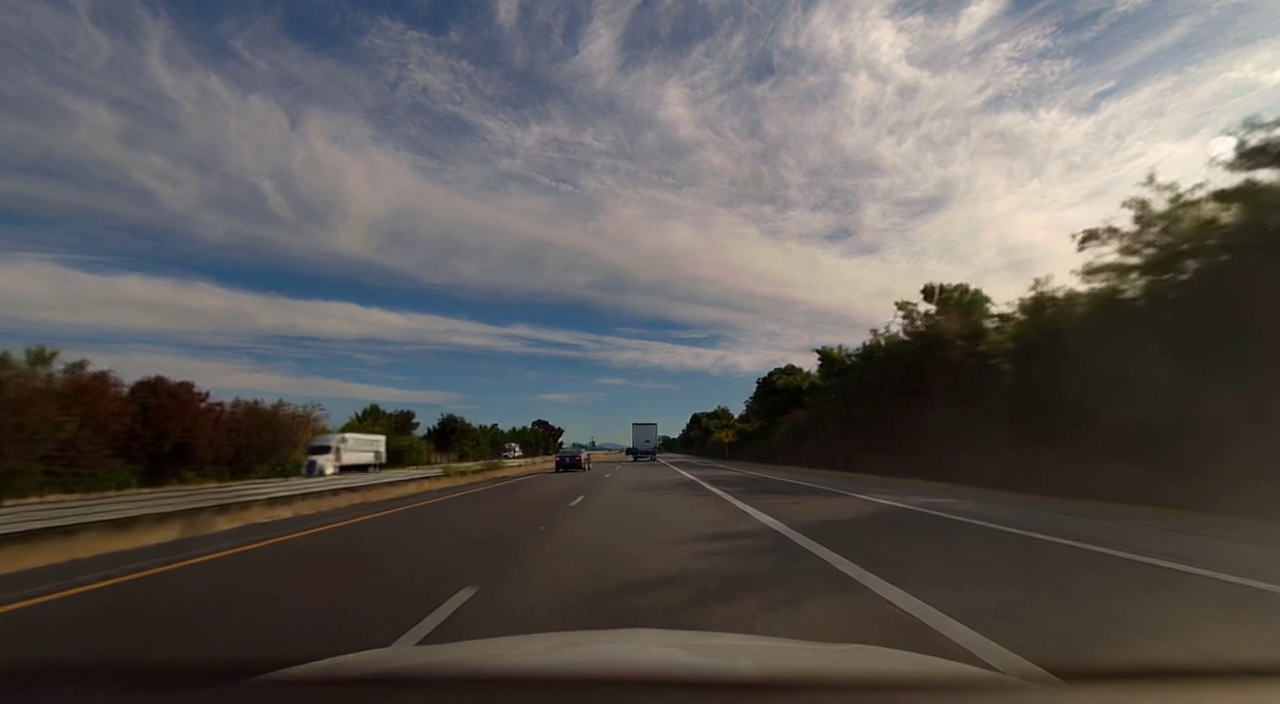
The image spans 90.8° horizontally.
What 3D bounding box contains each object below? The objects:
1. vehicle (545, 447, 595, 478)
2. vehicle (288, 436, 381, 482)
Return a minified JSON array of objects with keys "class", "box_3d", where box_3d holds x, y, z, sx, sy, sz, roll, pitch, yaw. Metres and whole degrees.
[{"class":"vehicle","box_3d":[-3.448,5.520,31.800,1.955,1.438,4.100,-1,-9,1]},{"class":"vehicle","box_3d":[-17.494,6.159,36.559,2.252,2.427,6.092,-1,-9,0]}]
